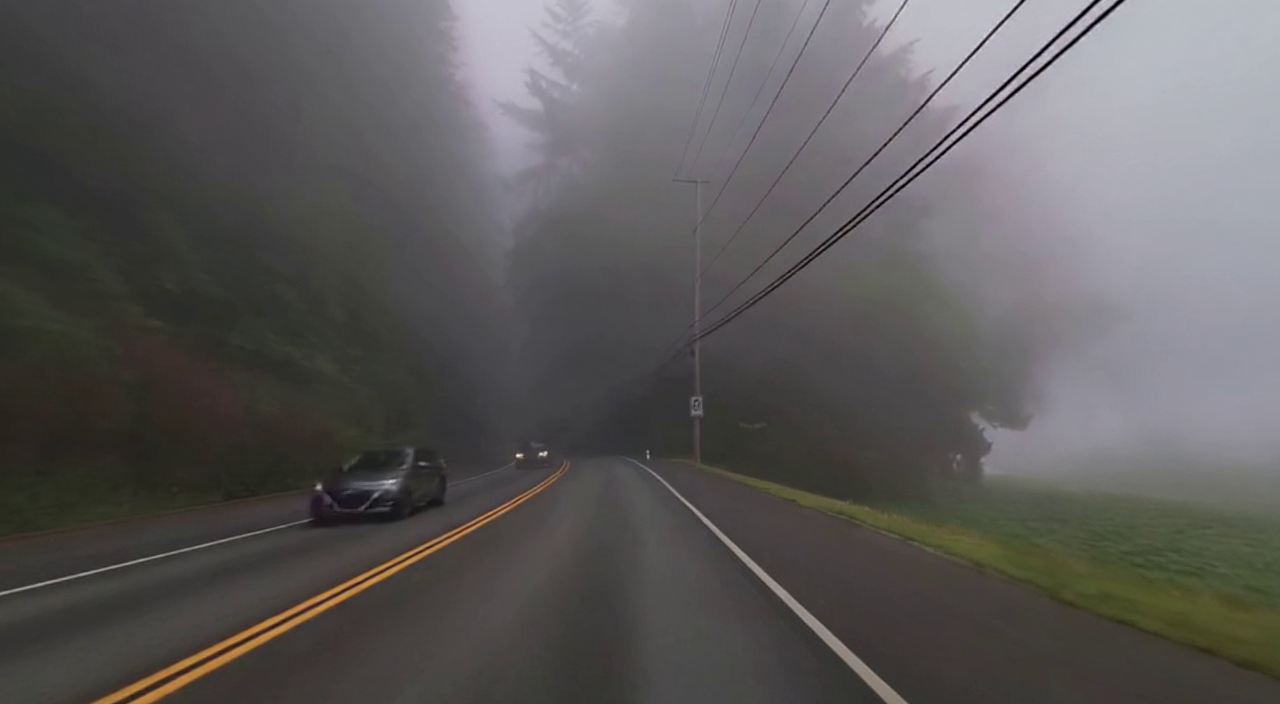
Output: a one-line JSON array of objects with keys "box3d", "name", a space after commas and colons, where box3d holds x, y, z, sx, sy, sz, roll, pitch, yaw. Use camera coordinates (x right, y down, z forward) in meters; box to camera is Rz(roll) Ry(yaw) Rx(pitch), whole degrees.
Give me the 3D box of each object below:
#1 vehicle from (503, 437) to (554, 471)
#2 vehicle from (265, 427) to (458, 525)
[{"box3d": [-5.859, 5.392, 33.692, 2.165, 1.648, 4.605, 1, -8, -4], "name": "vehicle"}, {"box3d": [-5.486, 2.479, 13.236, 2.143, 1.694, 4.326, 0, -8, -2], "name": "vehicle"}]
